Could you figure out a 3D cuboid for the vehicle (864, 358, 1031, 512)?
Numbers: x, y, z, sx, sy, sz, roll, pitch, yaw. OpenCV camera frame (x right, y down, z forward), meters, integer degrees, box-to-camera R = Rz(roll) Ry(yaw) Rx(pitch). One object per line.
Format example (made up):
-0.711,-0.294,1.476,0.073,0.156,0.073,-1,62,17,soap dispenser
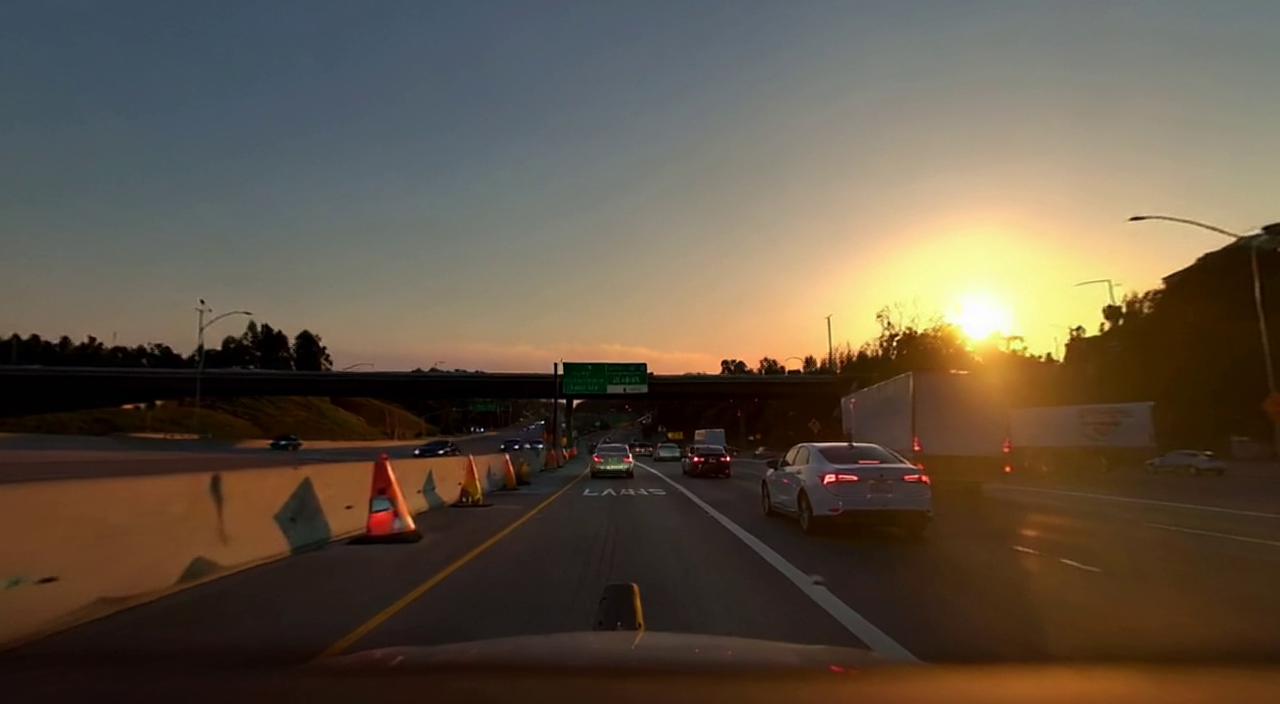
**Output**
7.593,2.102,16.072,2.575,3.519,2.984,0,-9,1,vehicle

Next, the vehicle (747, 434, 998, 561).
3.096,2.024,9.574,1.996,1.455,4.281,0,-9,-3,vehicle

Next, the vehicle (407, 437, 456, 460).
-13.954,6.516,42.580,1.828,1.471,4.406,0,-9,0,vehicle

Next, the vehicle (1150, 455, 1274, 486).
35.229,7.275,39.183,2.227,1.730,5.442,1,-9,-6,vehicle

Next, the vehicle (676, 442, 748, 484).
2.637,4.191,24.202,2.042,1.460,4.451,0,-8,-3,vehicle

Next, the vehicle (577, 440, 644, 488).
-0.964,3.765,21.575,2.069,1.470,4.004,0,-8,-1,vehicle
